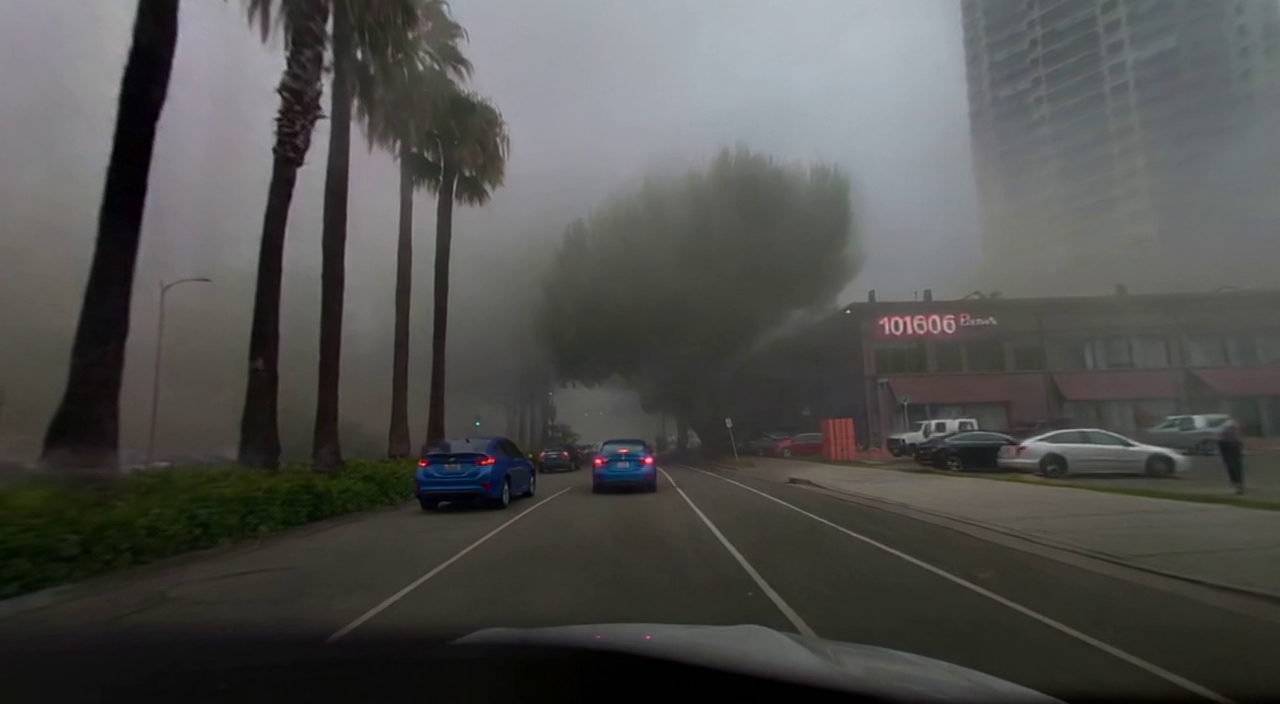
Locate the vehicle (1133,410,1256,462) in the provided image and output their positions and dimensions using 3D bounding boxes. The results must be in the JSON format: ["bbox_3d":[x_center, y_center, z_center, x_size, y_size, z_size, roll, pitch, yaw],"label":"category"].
[{"bbox_3d":[23.722,3.686,27.359,2.288,1.984,5.526,-4,-9,24],"label":"vehicle"}]

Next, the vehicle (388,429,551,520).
[{"bbox_3d":[-3.224,2.415,13.005,2.071,1.544,4.383,0,-8,1],"label":"vehicle"}]

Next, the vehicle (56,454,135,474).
[{"bbox_3d":[-42.445,8.717,49.265,4.309,1.484,1.884,0,-8,-2],"label":"vehicle"}]

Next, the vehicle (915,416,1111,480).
[{"bbox_3d":[12.509,3.249,21.471,5.188,1.805,2.228,-2,-8,-3],"label":"vehicle"}]

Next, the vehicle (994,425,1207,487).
[{"bbox_3d":[13.290,3.021,18.442,4.749,1.522,1.905,-1,-9,-3],"label":"vehicle"}]

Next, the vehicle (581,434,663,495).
[{"bbox_3d":[-0.460,3.033,17.392,2.004,1.465,3.713,0,-8,0],"label":"vehicle"}]
